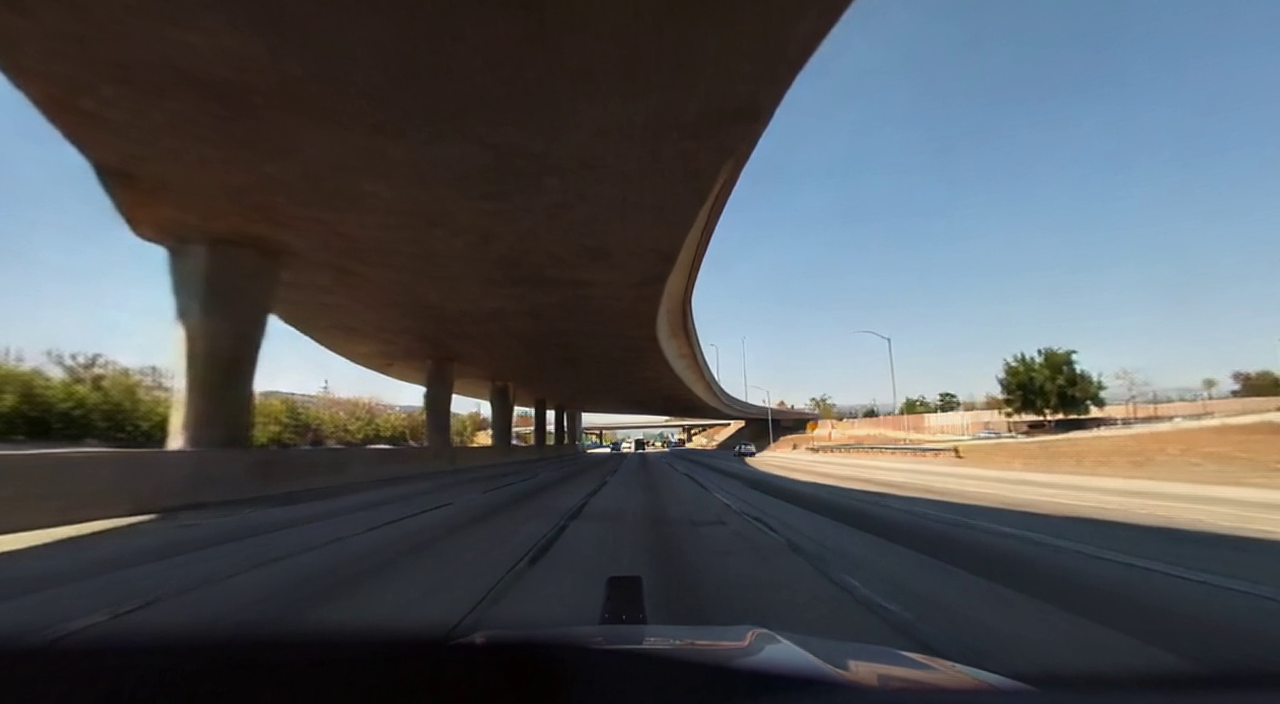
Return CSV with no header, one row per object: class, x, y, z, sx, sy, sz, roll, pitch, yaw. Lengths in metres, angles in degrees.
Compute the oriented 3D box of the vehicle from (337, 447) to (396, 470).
vehicle,-18.085,7.036,41.919,1.933,1.467,4.408,0,-9,0
